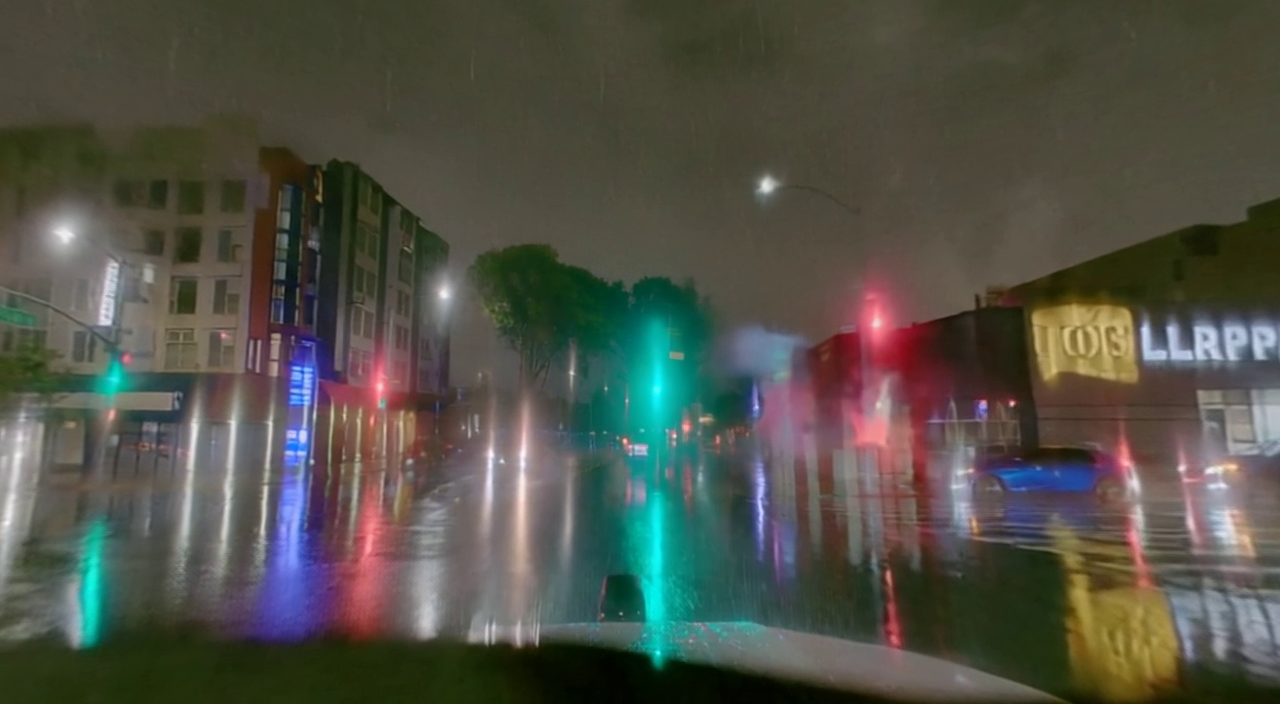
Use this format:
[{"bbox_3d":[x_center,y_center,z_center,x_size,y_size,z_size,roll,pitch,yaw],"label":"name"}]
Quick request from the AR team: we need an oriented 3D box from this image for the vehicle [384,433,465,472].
[{"bbox_3d":[-10.396,4.842,30.841,1.933,1.461,4.393,-5,-6,8],"label":"vehicle"}]

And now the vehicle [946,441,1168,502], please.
[{"bbox_3d":[10.739,3.082,16.588,4.426,1.446,1.795,-1,-8,8],"label":"vehicle"}]

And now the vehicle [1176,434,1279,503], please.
[{"bbox_3d":[17.040,2.840,15.579,5.420,1.609,2.063,-1,-8,8],"label":"vehicle"}]

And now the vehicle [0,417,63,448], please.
[{"bbox_3d":[-33.548,4.300,33.522,1.699,1.539,4.060,-1,-8,7],"label":"vehicle"}]

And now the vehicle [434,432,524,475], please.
[{"bbox_3d":[-6.080,3.885,24.457,2.119,1.485,4.472,0,-8,3],"label":"vehicle"}]

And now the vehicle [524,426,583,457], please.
[{"bbox_3d":[-5.093,5.378,37.963,2.181,1.723,4.692,-1,-8,9],"label":"vehicle"}]

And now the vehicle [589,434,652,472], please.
[{"bbox_3d":[-0.764,4.399,27.750,1.892,1.481,4.365,-1,-8,10],"label":"vehicle"}]
